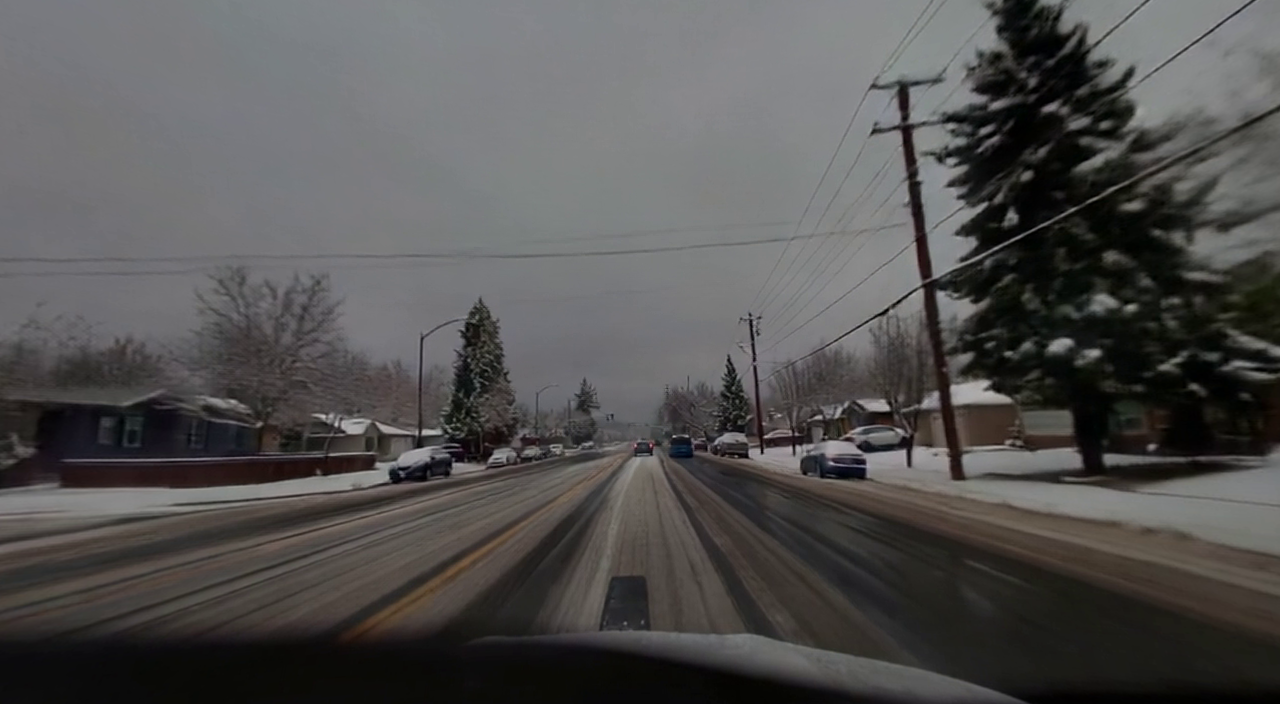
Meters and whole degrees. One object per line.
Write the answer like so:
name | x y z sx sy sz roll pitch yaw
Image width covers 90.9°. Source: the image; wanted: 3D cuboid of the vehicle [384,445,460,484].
vehicle | -10.221 5.284 29.950 1.965 1.675 4.577 0 -8 0

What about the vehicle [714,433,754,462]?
vehicle | 7.181 7.351 48.720 2.274 2.090 5.465 0 -8 0

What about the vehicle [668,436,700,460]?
vehicle | 3.406 7.555 49.711 2.070 1.765 4.731 0 -8 -1

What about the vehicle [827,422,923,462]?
vehicle | 13.233 5.102 35.740 4.496 1.773 1.972 -5 -8 0

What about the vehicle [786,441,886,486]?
vehicle | 6.896 3.964 22.780 2.070 1.428 4.636 0 -8 -1

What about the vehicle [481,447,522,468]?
vehicle | -10.171 7.783 46.675 1.896 1.495 4.425 -1 -8 2
